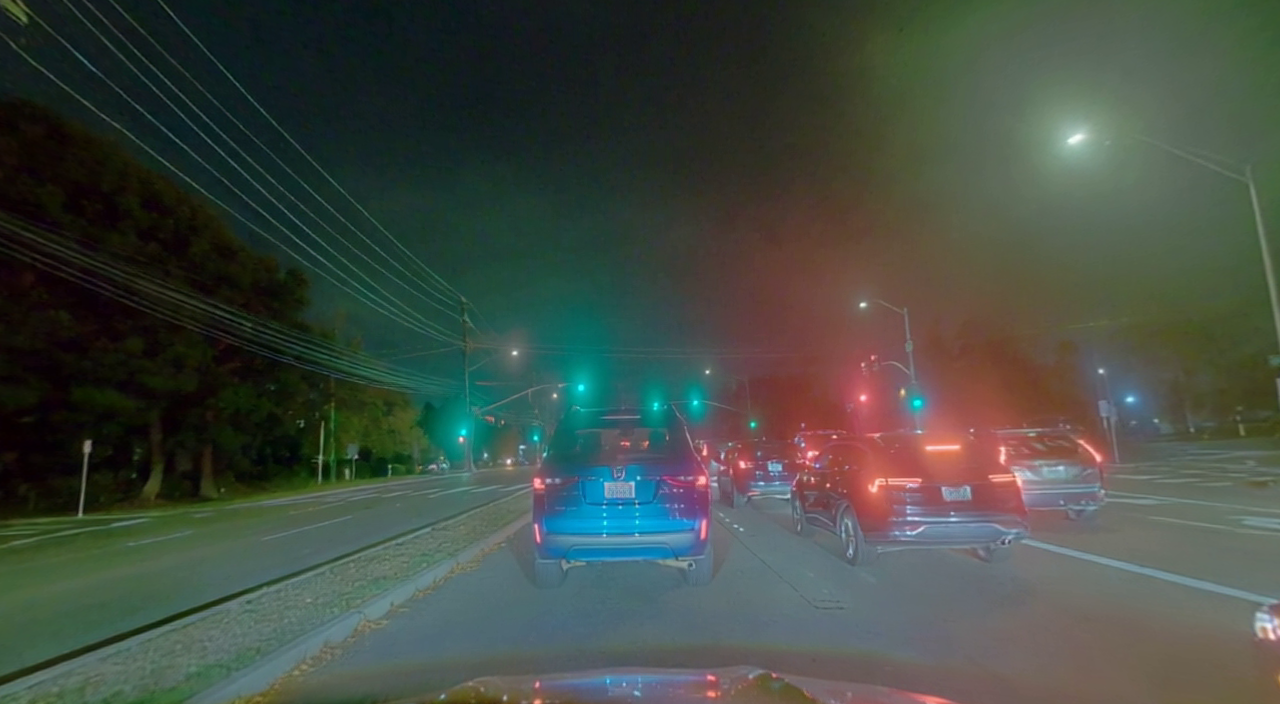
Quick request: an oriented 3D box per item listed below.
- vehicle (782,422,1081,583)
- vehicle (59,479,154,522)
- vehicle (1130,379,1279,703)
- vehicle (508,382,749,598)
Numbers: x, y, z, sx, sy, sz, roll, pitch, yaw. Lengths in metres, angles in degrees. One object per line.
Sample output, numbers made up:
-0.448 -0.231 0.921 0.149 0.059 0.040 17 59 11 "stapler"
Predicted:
3.420 1.838 8.577 1.880 1.579 4.401 0 -9 -1 "vehicle"
-26.327 7.330 31.159 4.526 1.715 1.989 -11 -13 29 "vehicle"
3.276 0.632 0.759 1.889 1.517 4.308 0 -9 0 "vehicle"
-0.137 1.603 8.095 2.231 1.998 4.254 0 -9 -1 "vehicle"
